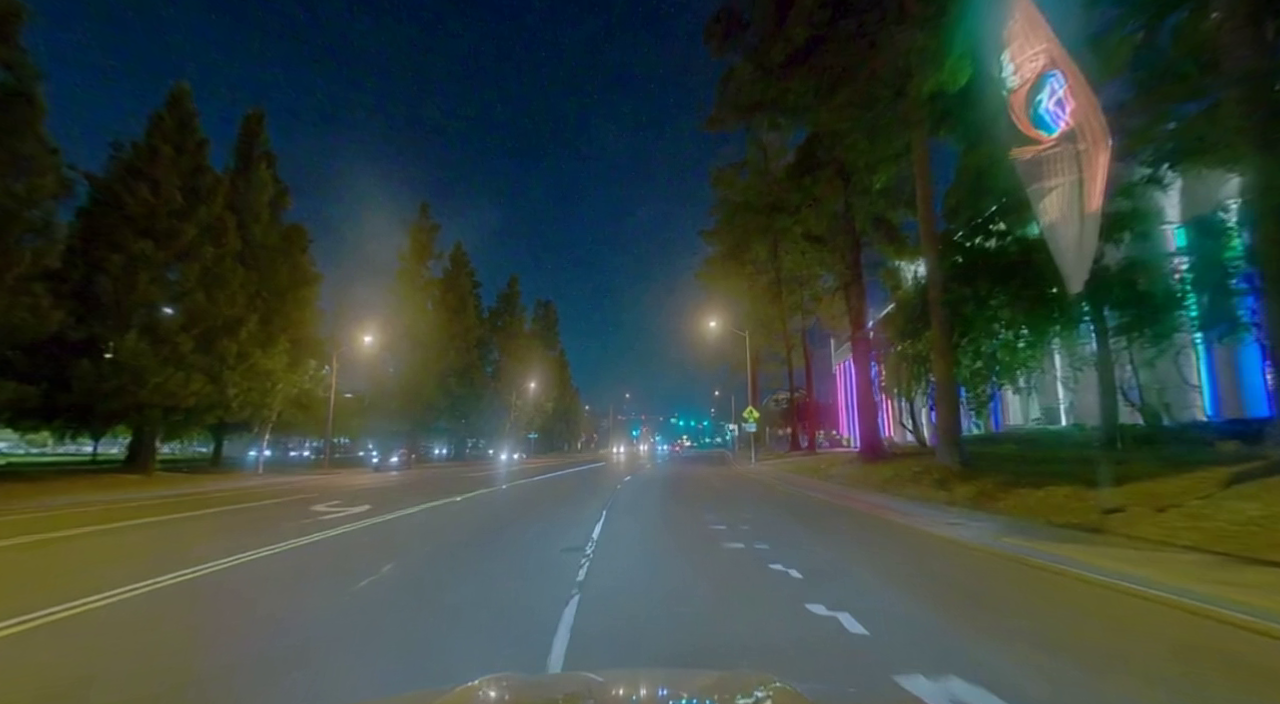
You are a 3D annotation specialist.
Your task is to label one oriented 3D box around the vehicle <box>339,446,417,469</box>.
[{"bbox_3d":[-18.875,7.585,45.320,4.783,1.579,2.157,-2,-9,12],"label":"vehicle"}]
